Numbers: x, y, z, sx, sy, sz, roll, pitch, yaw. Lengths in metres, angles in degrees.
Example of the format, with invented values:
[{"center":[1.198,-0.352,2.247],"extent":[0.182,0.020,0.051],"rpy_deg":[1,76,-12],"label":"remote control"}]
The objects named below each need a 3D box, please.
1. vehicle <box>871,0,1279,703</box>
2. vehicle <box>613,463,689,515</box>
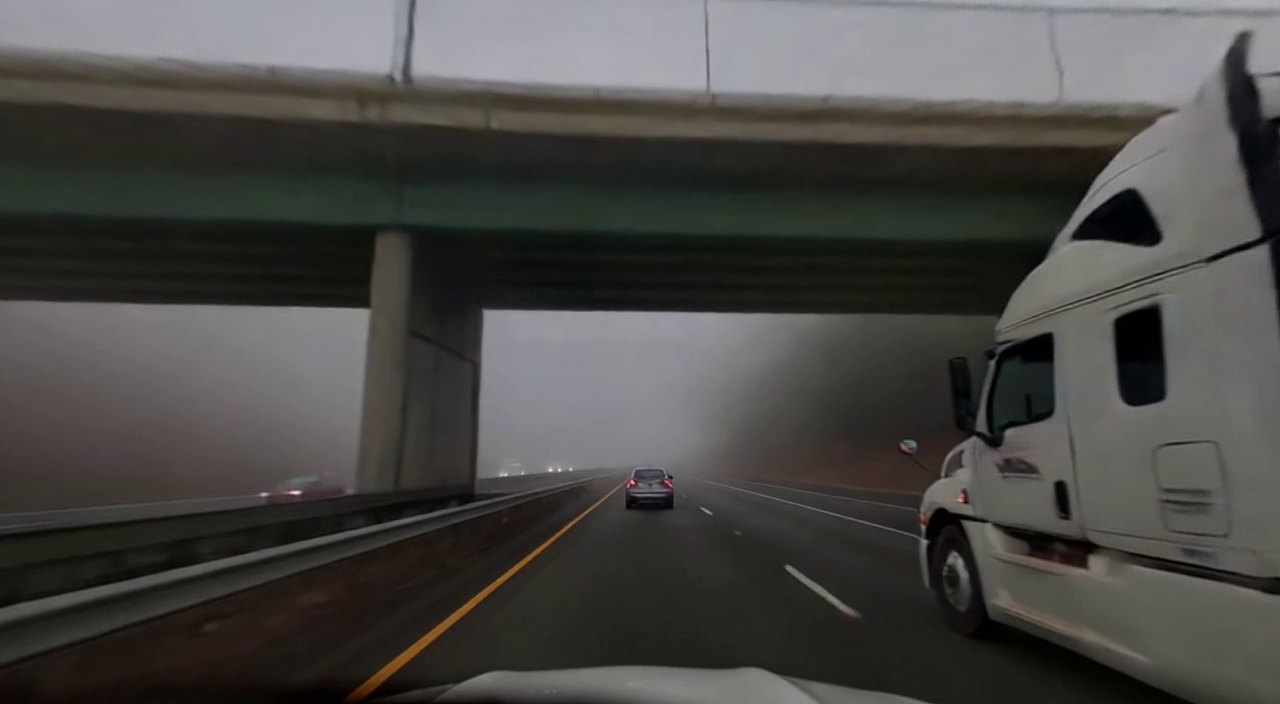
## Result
[{"center":[4.346,0.339,4.514],"extent":[3.008,3.920,5.910],"rpy_deg":[1,-10,0],"label":"vehicle"},{"center":[0.328,4.237,19.720],"extent":[2.156,1.444,3.762],"rpy_deg":[1,-10,0],"label":"vehicle"}]
